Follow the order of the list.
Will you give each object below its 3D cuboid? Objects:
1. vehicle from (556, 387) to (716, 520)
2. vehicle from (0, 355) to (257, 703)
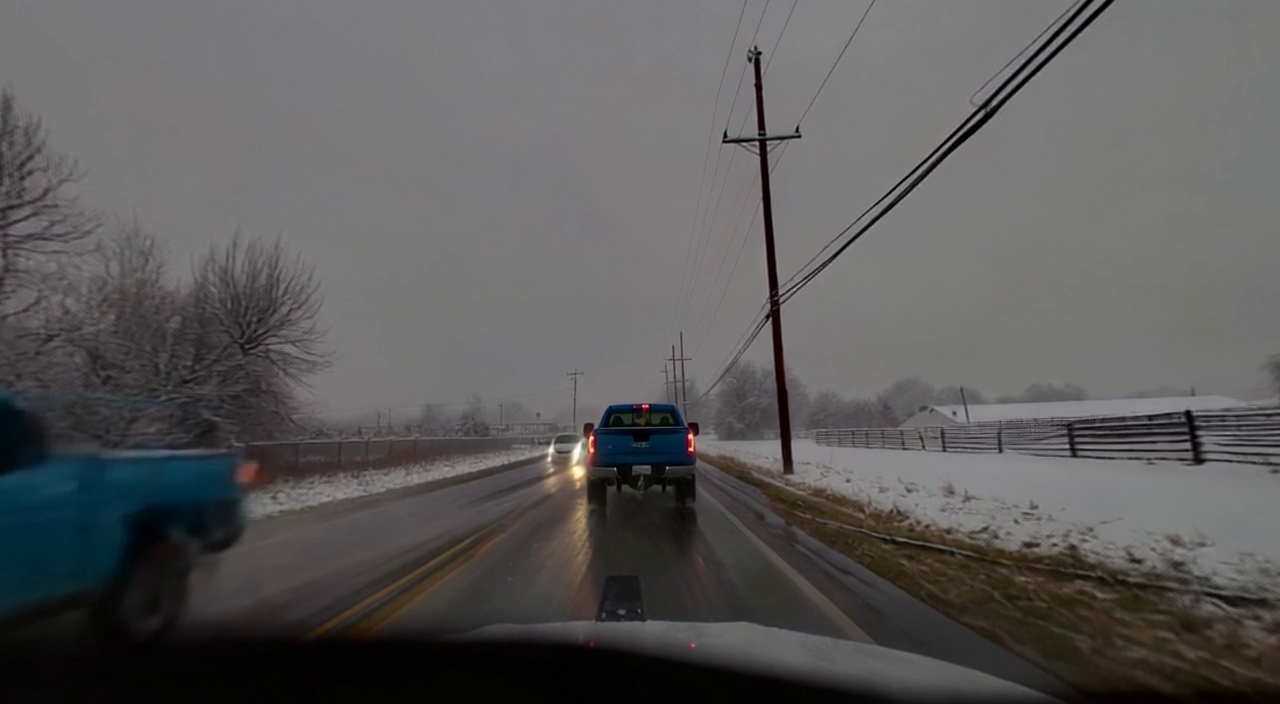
[{"bbox_3d":[-0.110,2.150,13.714,2.693,2.223,5.885,0,-8,-1],"label":"vehicle"},{"bbox_3d":[-4.383,0.882,2.949,2.077,1.805,4.891,0,-8,0],"label":"vehicle"}]
